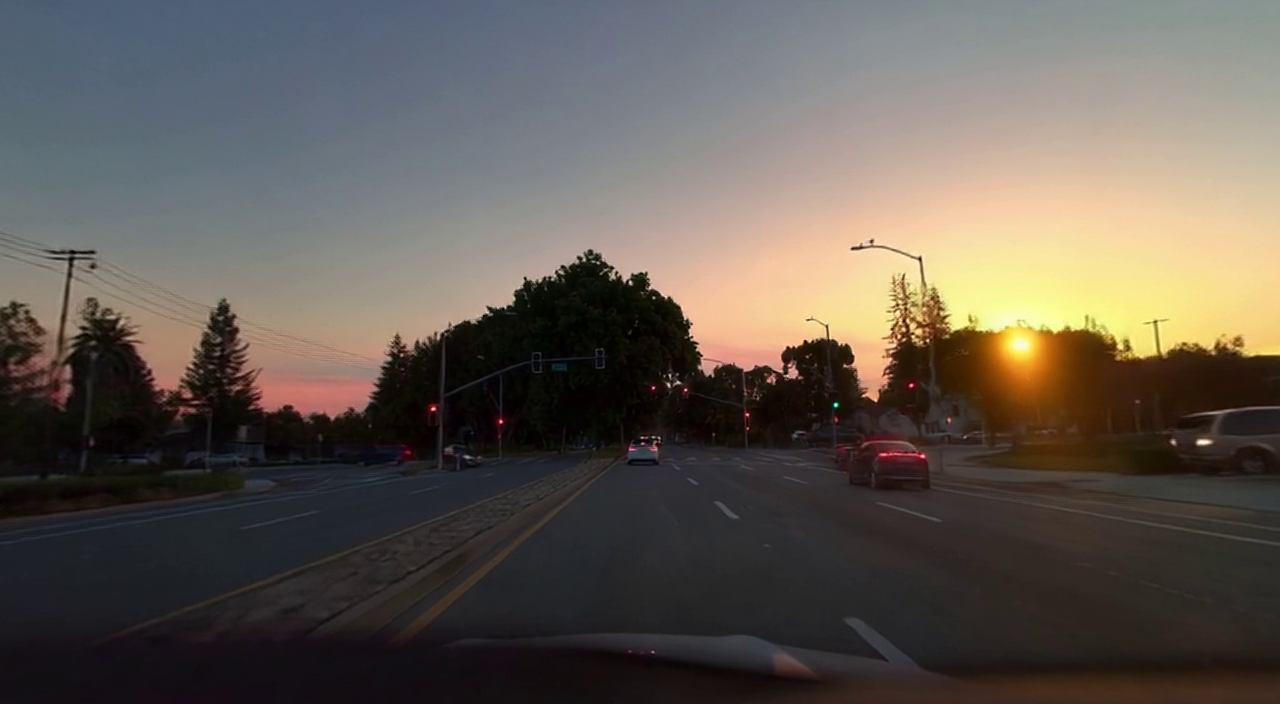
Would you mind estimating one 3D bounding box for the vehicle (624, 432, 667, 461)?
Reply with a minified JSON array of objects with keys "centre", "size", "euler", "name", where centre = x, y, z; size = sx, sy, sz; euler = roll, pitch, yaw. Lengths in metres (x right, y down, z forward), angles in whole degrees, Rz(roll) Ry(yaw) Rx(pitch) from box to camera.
[{"centre":[0.369,5.521,36.813],"size":[2.074,1.570,3.647],"euler":[-1,-8,8],"name":"vehicle"}]
